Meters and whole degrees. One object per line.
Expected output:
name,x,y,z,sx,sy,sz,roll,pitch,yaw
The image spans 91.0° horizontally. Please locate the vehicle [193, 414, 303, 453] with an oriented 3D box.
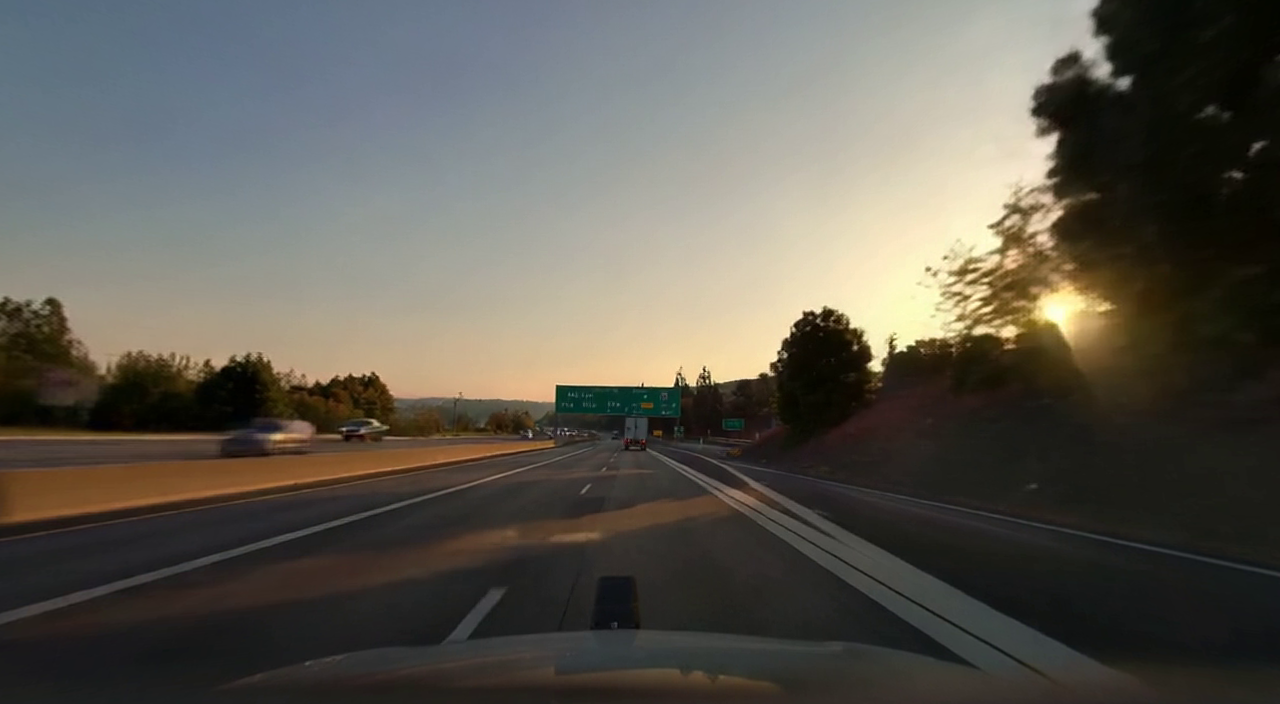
vehicle,-19.147,4.070,31.076,2.079,1.741,5.302,0,-8,-1
